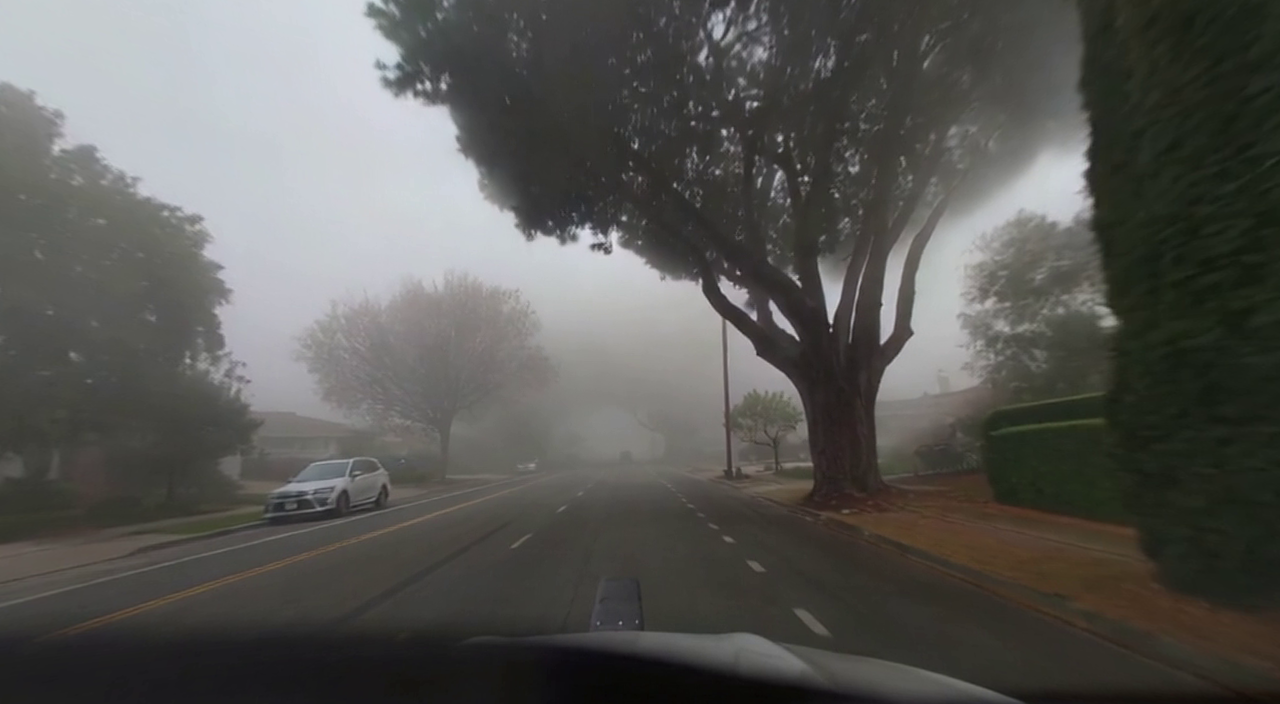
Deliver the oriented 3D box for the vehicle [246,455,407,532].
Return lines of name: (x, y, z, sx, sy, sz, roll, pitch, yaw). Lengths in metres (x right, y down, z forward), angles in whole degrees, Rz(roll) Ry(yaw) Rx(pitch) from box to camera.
vehicle: (-7.743, 3.484, 16.175, 1.919, 1.492, 4.547, -5, -9, -2)

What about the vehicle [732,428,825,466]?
vehicle: (8.616, 5.961, 39.568, 5.221, 1.958, 1.992, -4, -9, -1)

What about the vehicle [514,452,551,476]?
vehicle: (-8.060, 8.420, 47.709, 1.973, 1.500, 4.781, -5, -9, -2)
